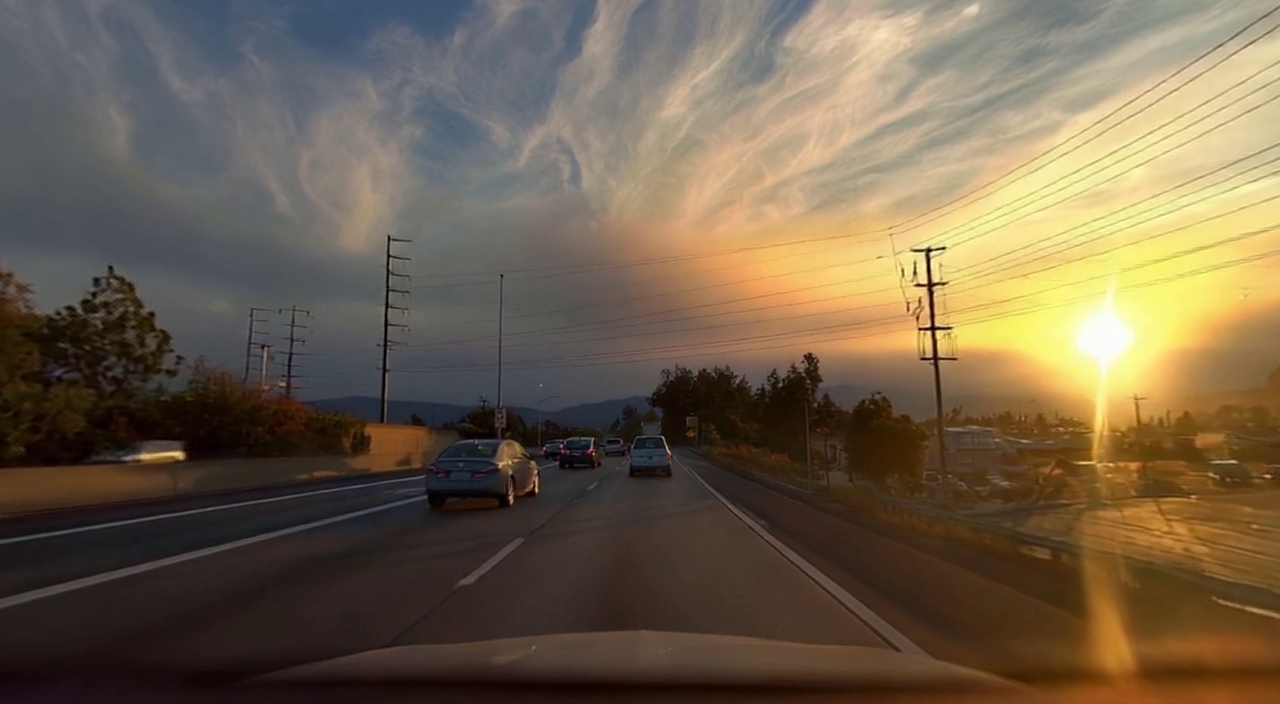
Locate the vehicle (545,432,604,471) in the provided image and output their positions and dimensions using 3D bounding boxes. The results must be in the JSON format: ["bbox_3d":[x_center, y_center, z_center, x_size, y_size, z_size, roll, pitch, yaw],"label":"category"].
[{"bbox_3d":[-2.959,4.658,29.711,2.051,1.695,4.731,-1,-8,3],"label":"vehicle"}]

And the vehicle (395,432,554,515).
[{"bbox_3d":[-3.261,2.501,13.524,2.092,1.464,4.466,0,-8,2],"label":"vehicle"}]

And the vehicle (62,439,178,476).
[{"bbox_3d":[-24.133,4.902,29.474,1.908,1.571,3.968,0,-8,2],"label":"vehicle"}]

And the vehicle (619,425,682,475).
[{"bbox_3d":[0.442,3.954,25.547,2.319,1.813,4.274,0,-8,1],"label":"vehicle"}]
